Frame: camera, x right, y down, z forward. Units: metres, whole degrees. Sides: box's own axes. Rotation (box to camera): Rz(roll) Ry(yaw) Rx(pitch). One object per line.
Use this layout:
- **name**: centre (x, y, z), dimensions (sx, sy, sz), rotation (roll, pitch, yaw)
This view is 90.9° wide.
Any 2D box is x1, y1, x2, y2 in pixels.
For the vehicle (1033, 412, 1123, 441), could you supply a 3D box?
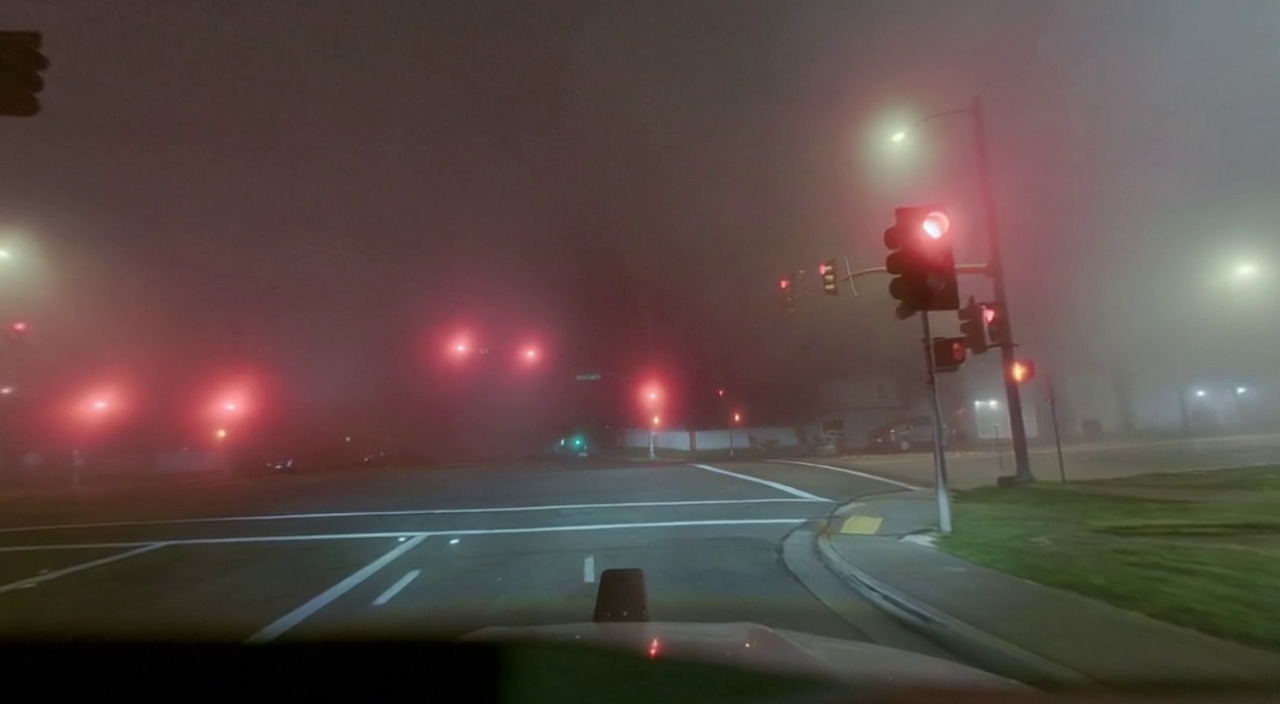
- **vehicle**: centre (29.649, 5.083, 42.729), dimensions (4.605, 1.823, 2.006), rotation (1, -9, -4)

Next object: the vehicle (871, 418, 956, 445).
- **vehicle**: centre (18.053, 5.286, 41.746), dimensions (4.681, 1.712, 1.976), rotation (0, -8, -4)
